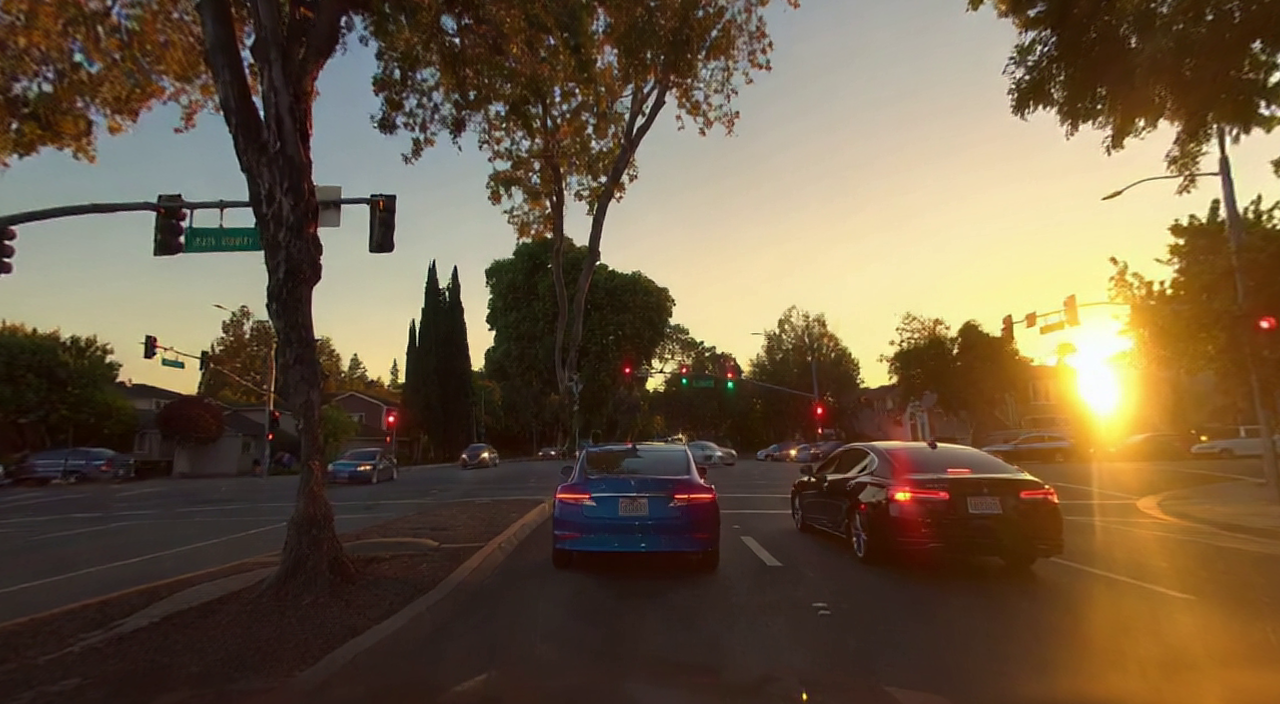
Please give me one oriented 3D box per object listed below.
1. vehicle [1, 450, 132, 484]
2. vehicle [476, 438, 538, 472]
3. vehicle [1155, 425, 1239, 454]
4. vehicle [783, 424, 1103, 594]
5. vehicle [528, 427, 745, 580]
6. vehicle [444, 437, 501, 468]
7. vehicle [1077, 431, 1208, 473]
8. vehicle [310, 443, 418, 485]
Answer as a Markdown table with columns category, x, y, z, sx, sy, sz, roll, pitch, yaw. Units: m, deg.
| category | x | y | z | sx | sy | sz | roll | pitch | yaw |
| --- | --- | --- | --- | --- | --- | --- | --- | --- | --- |
| vehicle | -28.113 | 5.610 | 31.055 | 4.538 | 1.591 | 1.949 | 0 | -8 | 1 |
| vehicle | -7.421 | 5.787 | 35.779 | 2.383 | 1.779 | 4.973 | 0 | -8 | 1 |
| vehicle | 41.712 | 6.579 | 47.343 | 4.388 | 2.079 | 1.960 | 0 | -8 | -2 |
| vehicle | 3.187 | 1.715 | 7.771 | 1.913 | 1.505 | 4.097 | 0 | -8 | 0 |
| vehicle | -0.054 | 1.783 | 8.254 | 2.103 | 1.478 | 4.073 | 0 | -8 | -1 |
| vehicle | -10.973 | 6.634 | 41.822 | 2.376 | 1.916 | 4.899 | 0 | -8 | 0 |
| vehicle | 23.992 | 4.773 | 30.299 | 4.520 | 1.762 | 2.005 | -2 | -8 | -1 |
| vehicle | -11.314 | 4.622 | 26.413 | 2.102 | 1.531 | 5.072 | -1 | -8 | 2 |
